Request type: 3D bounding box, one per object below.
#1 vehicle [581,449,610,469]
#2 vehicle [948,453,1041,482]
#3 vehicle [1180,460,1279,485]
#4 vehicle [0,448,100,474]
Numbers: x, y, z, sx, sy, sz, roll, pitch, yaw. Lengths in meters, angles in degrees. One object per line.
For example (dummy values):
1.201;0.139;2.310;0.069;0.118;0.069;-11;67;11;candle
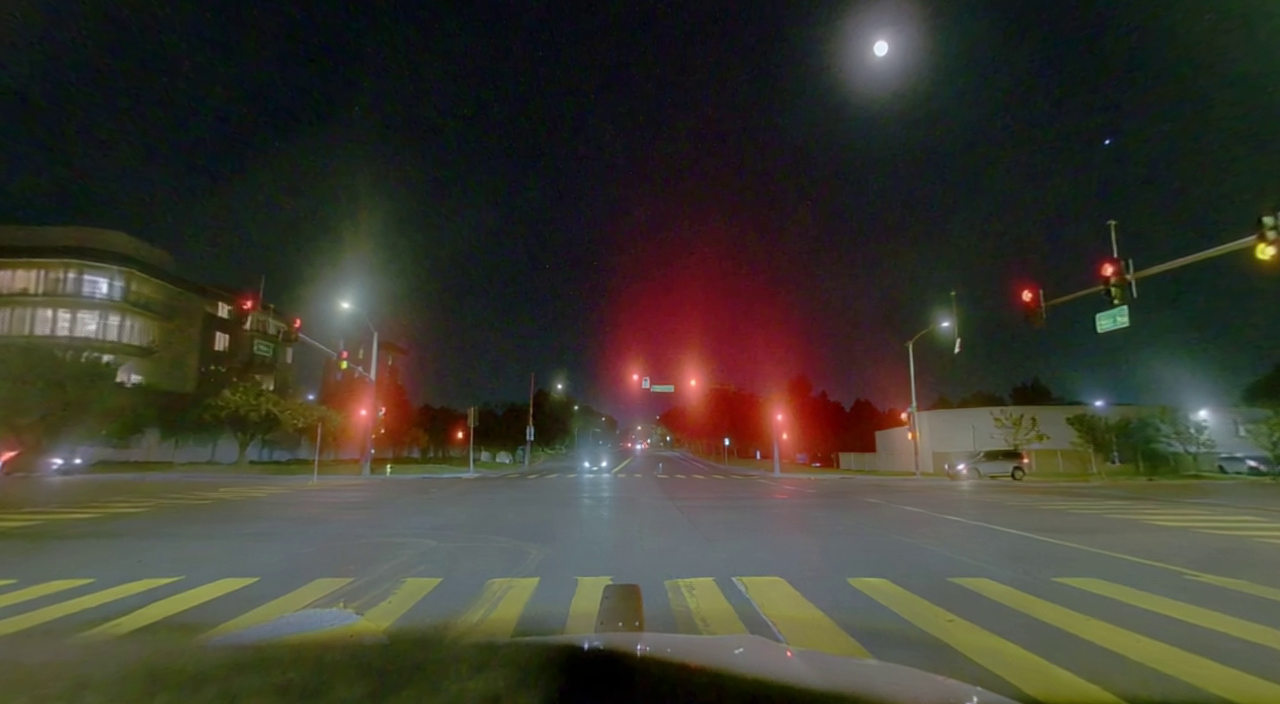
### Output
-3.441;8.358;49.217;1.908;1.441;4.142;0;-8;1;vehicle
21.108;6.879;37.582;4.447;1.623;1.801;0;-9;-3;vehicle
36.230;7.316;38.295;4.976;1.428;1.929;0;-9;-2;vehicle
-35.129;6.420;37.187;4.741;1.447;1.807;0;-9;0;vehicle
